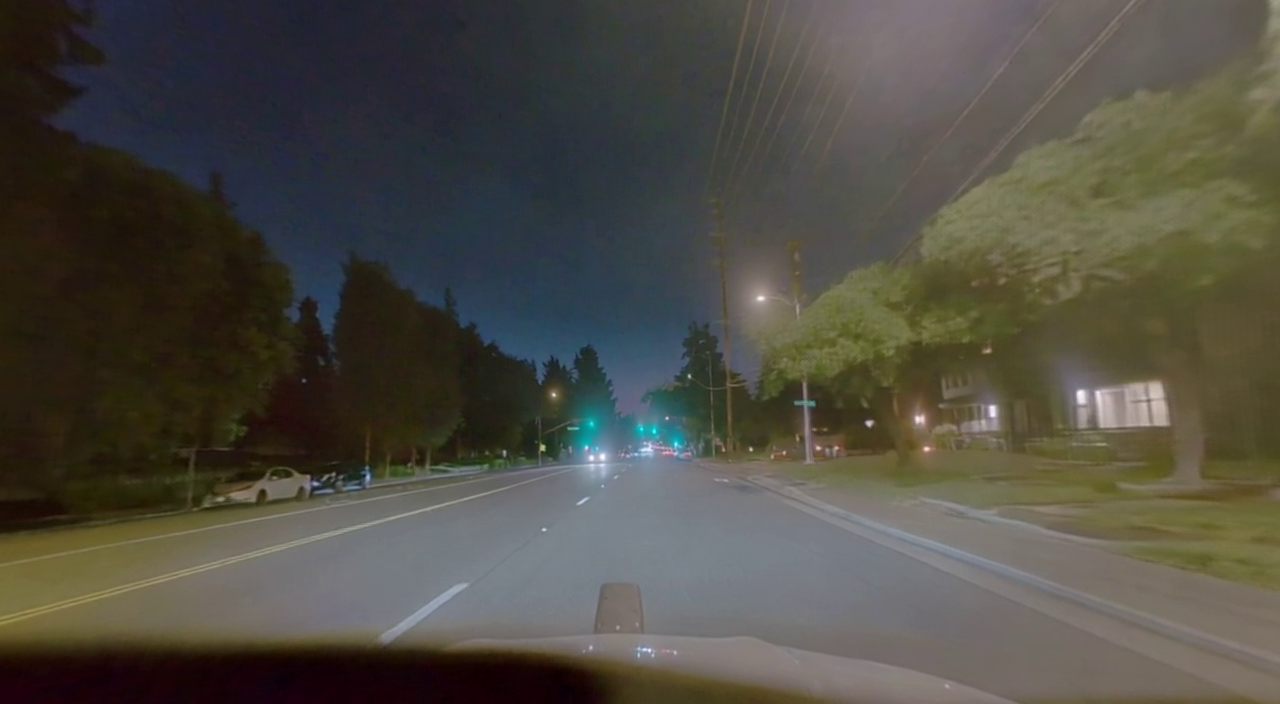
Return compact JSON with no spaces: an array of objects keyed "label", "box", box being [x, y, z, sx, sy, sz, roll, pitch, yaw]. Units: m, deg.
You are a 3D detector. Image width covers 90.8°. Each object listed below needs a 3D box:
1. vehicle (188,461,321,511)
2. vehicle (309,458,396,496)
[{"label":"vehicle","box":[-13.695,4.751,22.830,1.936,1.489,4.311,-1,-8,3]},{"label":"vehicle","box":[-13.440,5.848,29.825,1.863,1.481,4.363,-3,-9,3]}]
